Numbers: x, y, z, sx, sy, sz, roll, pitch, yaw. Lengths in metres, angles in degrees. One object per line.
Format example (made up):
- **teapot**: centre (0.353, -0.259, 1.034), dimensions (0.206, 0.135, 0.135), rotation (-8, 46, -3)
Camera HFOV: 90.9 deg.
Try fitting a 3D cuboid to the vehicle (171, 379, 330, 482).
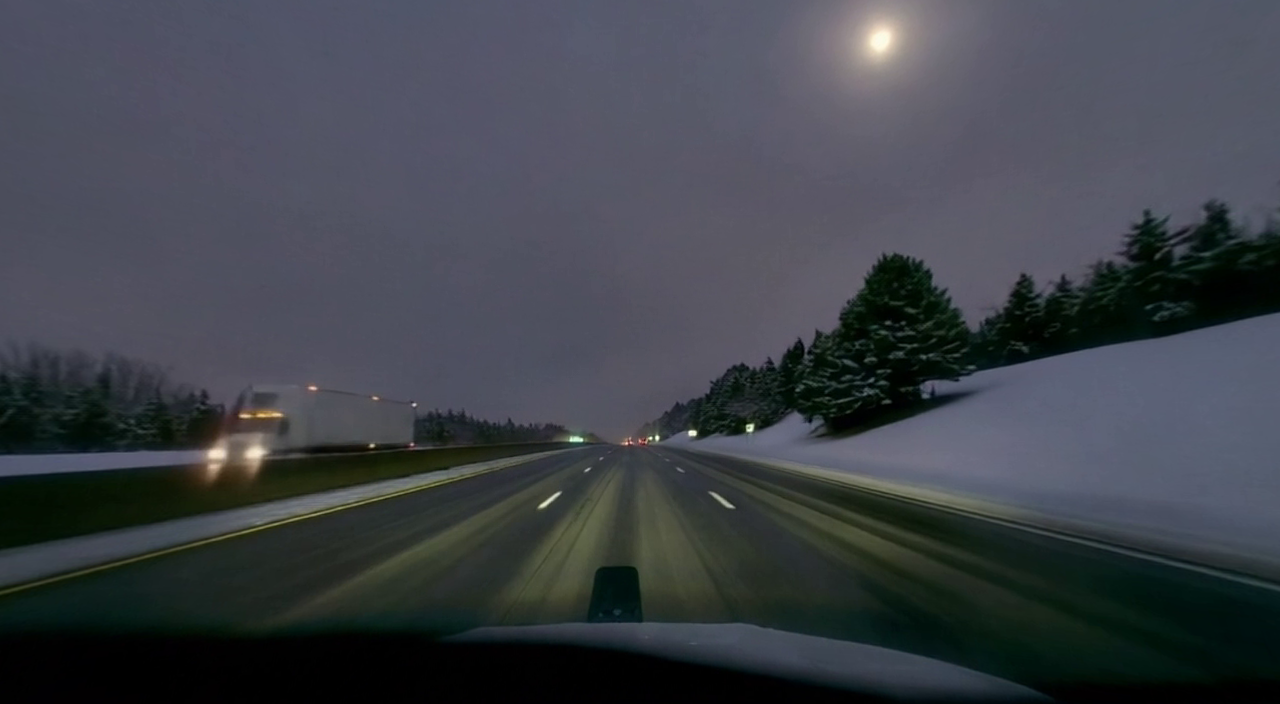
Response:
- **vehicle**: centre (-16.511, 3.412, 27.376), dimensions (2.983, 3.932, 6.093), rotation (0, -8, -1)
